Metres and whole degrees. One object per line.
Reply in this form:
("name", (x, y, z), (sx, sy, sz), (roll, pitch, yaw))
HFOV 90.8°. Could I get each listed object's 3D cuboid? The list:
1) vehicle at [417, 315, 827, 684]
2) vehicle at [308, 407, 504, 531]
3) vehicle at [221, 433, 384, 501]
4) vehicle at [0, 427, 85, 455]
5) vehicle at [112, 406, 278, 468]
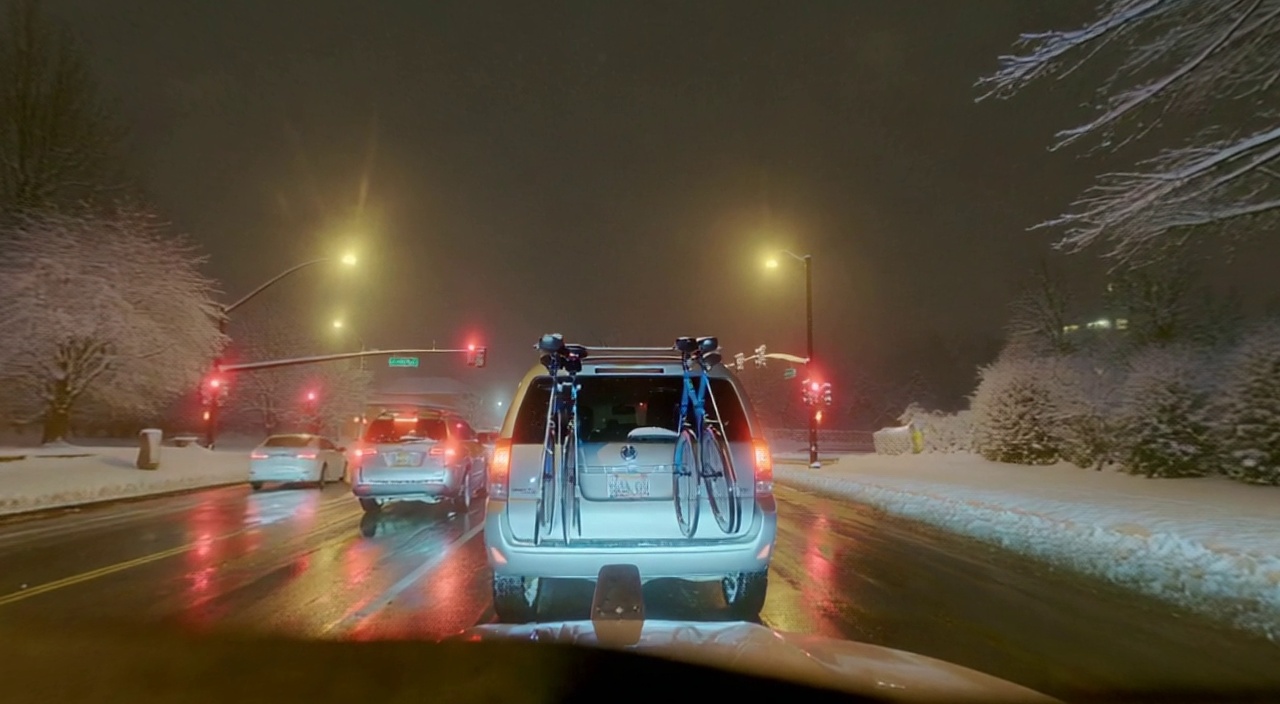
("vehicle", (-0.237, 1.158, 6.001), (2.333, 2.087, 4.586), (0, -8, -4))
("vehicle", (-4.176, 2.194, 12.467), (2.337, 1.858, 5.409), (1, -9, -7))
("vehicle", (-8.517, 2.929, 16.499), (2.024, 1.511, 4.550), (1, -8, -4))
("vehicle", (-36.368, 5.383, 38.082), (3.926, 1.536, 1.731), (0, -8, -8))
("vehicle", (-28.086, 5.423, 40.279), (8.040, 3.335, 3.070), (-2, -9, -8))
